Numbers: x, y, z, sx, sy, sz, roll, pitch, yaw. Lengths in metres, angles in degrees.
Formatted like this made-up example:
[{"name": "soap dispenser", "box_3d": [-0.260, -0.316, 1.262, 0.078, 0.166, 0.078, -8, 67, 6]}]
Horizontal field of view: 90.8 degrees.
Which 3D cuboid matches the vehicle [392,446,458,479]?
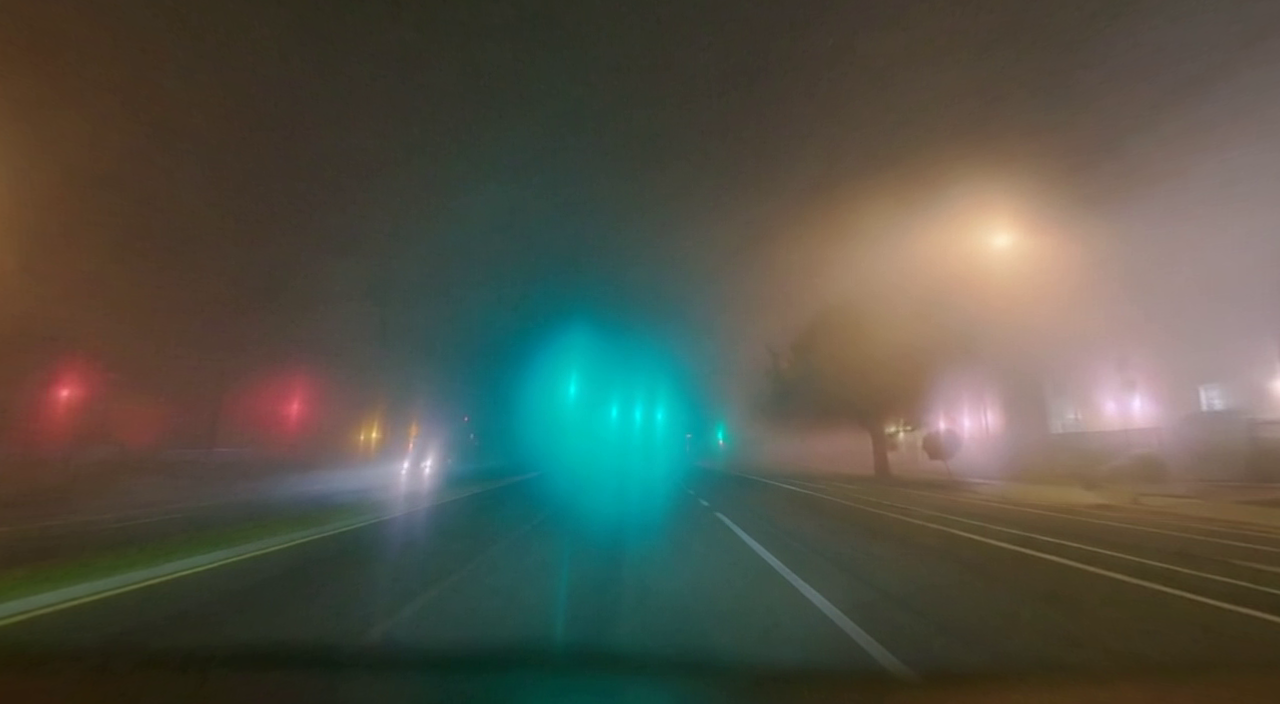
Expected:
[{"name": "vehicle", "box_3d": [-11.992, 6.177, 35.545, 2.033, 1.693, 4.551, 0, -9, 1]}]
